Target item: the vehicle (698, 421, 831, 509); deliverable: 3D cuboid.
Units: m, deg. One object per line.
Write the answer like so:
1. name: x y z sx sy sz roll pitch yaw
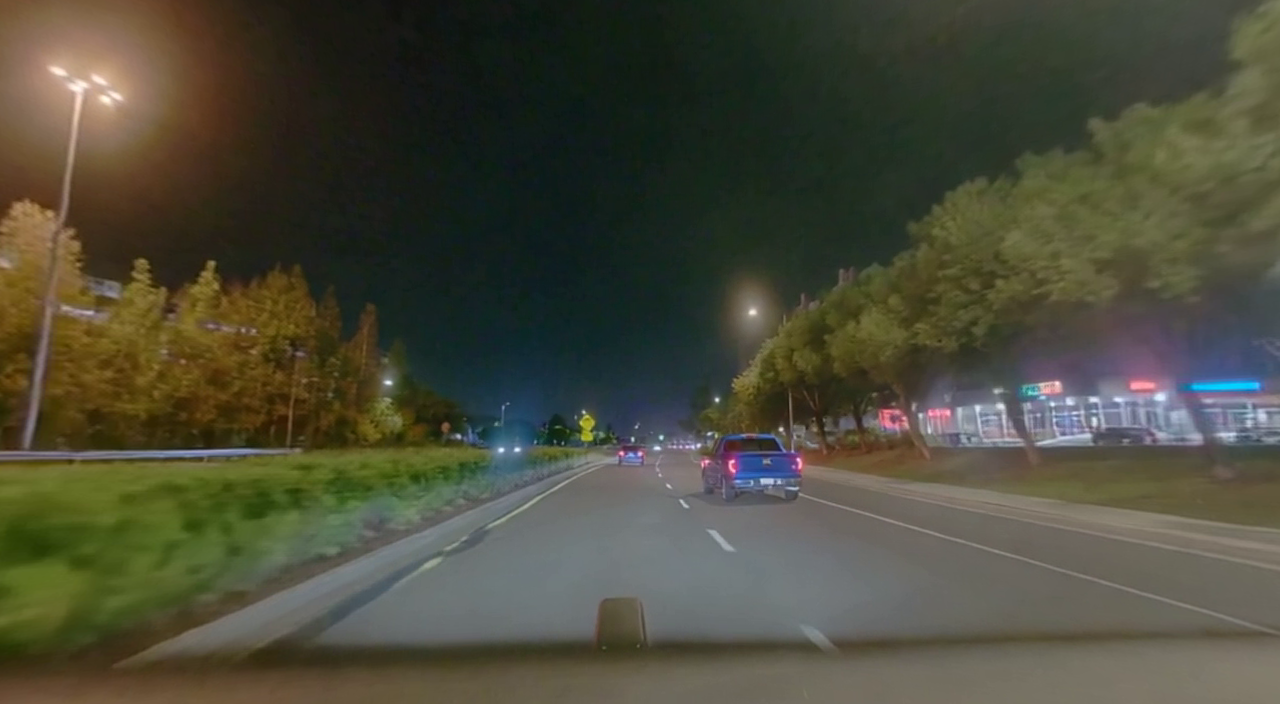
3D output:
1. vehicle: 3.034 2.944 16.880 2.367 1.919 5.651 0 -8 0

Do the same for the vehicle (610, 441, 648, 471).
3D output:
1. vehicle: -0.583 5.683 34.643 1.968 1.521 4.262 0 -8 0
